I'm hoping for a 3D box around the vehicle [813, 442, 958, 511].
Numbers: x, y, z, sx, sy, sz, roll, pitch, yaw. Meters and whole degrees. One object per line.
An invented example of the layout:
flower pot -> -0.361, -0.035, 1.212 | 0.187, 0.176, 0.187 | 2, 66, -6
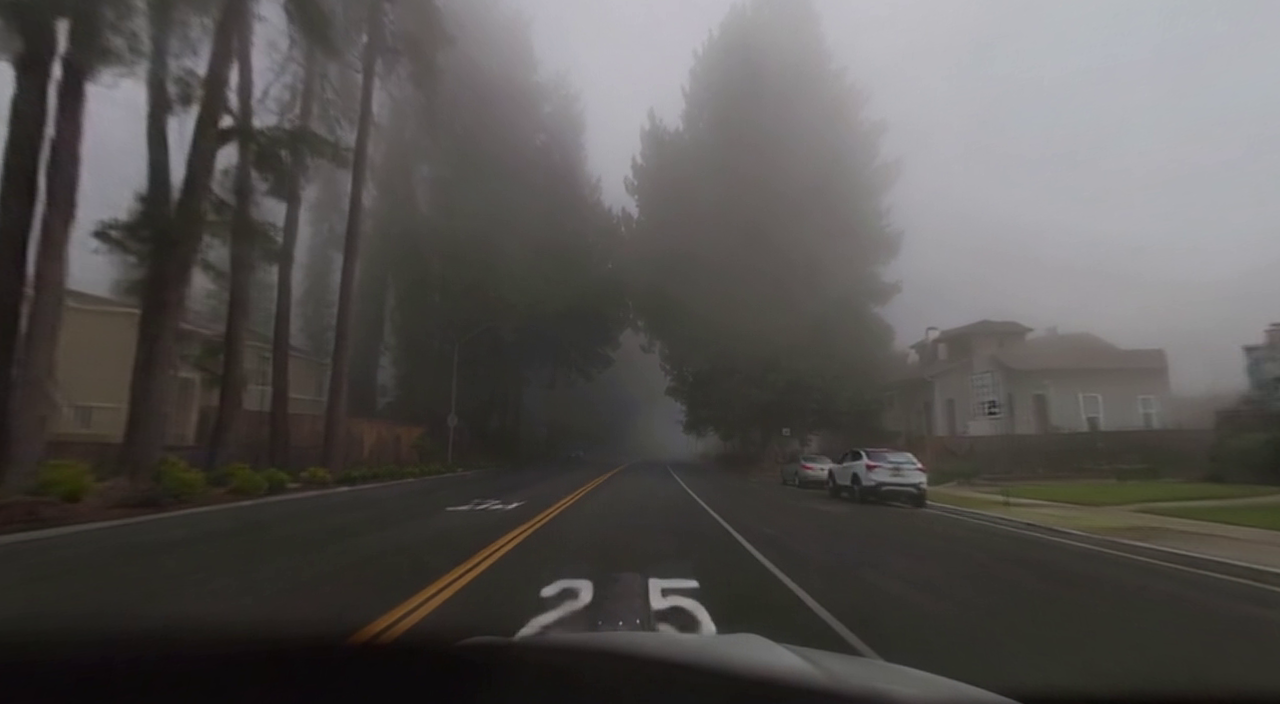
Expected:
vehicle -> 6.168, 3.157, 16.564 | 1.893, 1.543, 4.434 | 0, -9, -2
